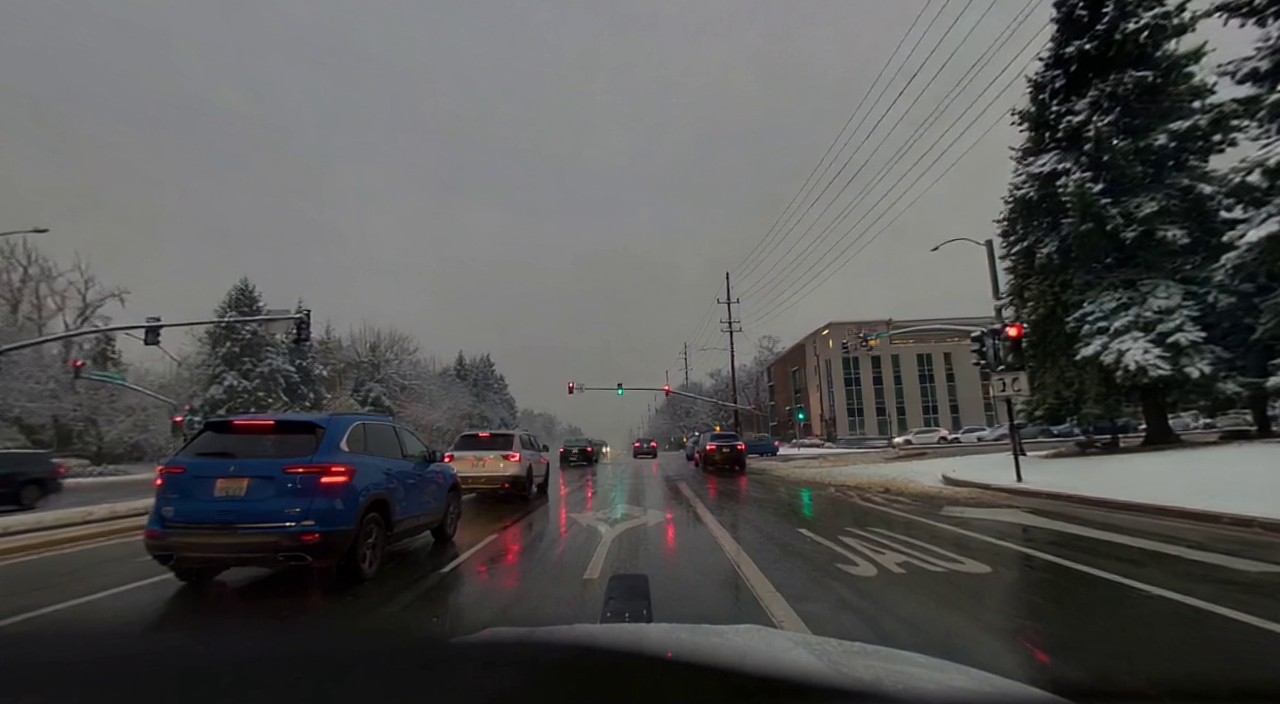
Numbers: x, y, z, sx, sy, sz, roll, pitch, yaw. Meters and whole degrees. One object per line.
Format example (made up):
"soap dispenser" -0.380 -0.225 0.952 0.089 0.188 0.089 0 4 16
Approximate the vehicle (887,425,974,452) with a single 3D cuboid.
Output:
"vehicle" 19.807 5.905 43.056 5.033 1.802 1.928 1 -8 -5

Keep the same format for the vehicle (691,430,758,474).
"vehicle" 3.514 4.301 27.238 2.201 1.734 4.564 0 -8 -1

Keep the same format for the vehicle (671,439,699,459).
"vehicle" 3.459 7.536 48.966 1.886 1.455 4.227 0 -8 0

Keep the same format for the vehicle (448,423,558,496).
"vehicle" -3.557 2.903 17.308 1.958 1.744 4.315 0 -8 1

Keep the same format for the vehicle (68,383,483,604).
"vehicle" -3.469 1.447 7.268 2.127 1.754 4.287 0 -8 1

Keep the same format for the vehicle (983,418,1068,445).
"vehicle" 26.344 5.475 43.227 4.439 1.748 2.037 0 -8 1

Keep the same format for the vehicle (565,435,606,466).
"vehicle" -3.077 5.696 36.633 1.900 1.677 4.128 0 -8 2

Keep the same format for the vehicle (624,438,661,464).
"vehicle" 0.170 6.130 39.302 2.185 1.515 4.215 0 -8 1
